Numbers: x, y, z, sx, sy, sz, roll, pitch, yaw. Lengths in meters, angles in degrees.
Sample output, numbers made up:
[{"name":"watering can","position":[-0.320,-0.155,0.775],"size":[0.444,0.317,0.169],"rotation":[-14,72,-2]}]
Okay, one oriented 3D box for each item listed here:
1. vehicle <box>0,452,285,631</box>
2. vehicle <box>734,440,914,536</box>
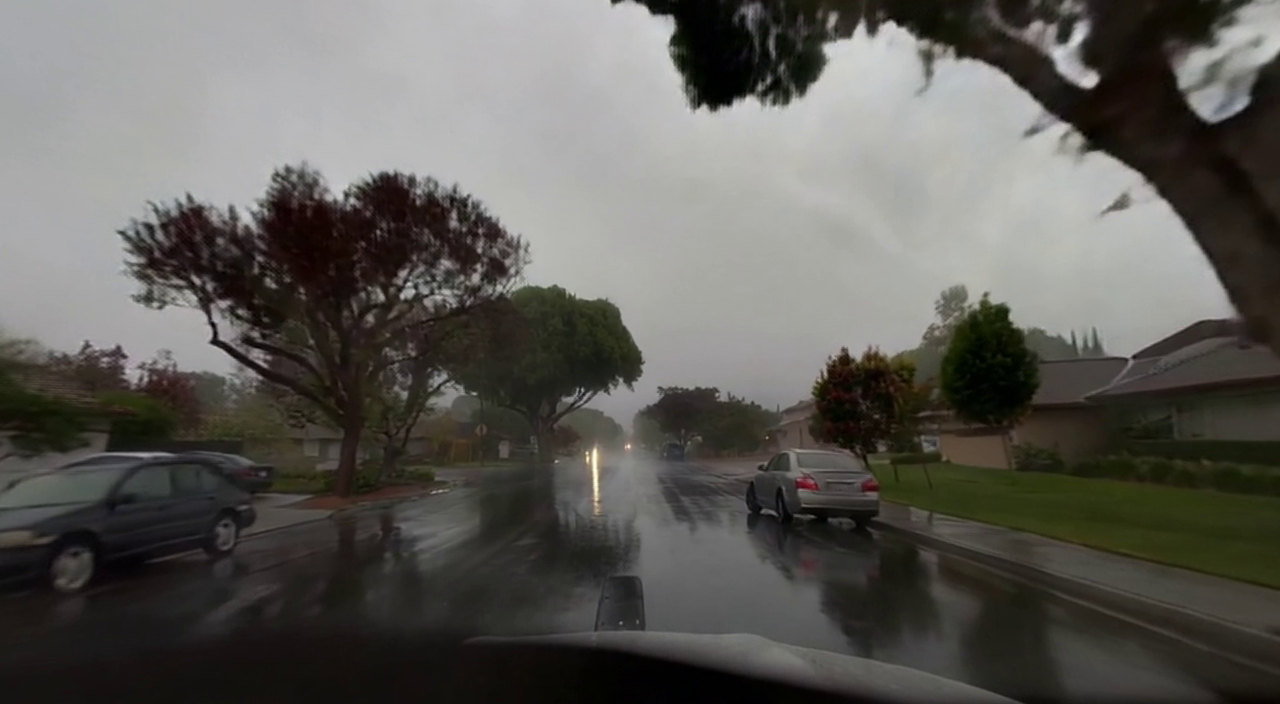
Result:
[{"name":"vehicle","position":[-6.639,2.010,7.760],"size":[2.035,1.480,4.508],"rotation":[0,-8,-2]},{"name":"vehicle","position":[3.234,2.467,12.171],"size":[1.986,1.476,4.306],"rotation":[0,-8,-3]}]
